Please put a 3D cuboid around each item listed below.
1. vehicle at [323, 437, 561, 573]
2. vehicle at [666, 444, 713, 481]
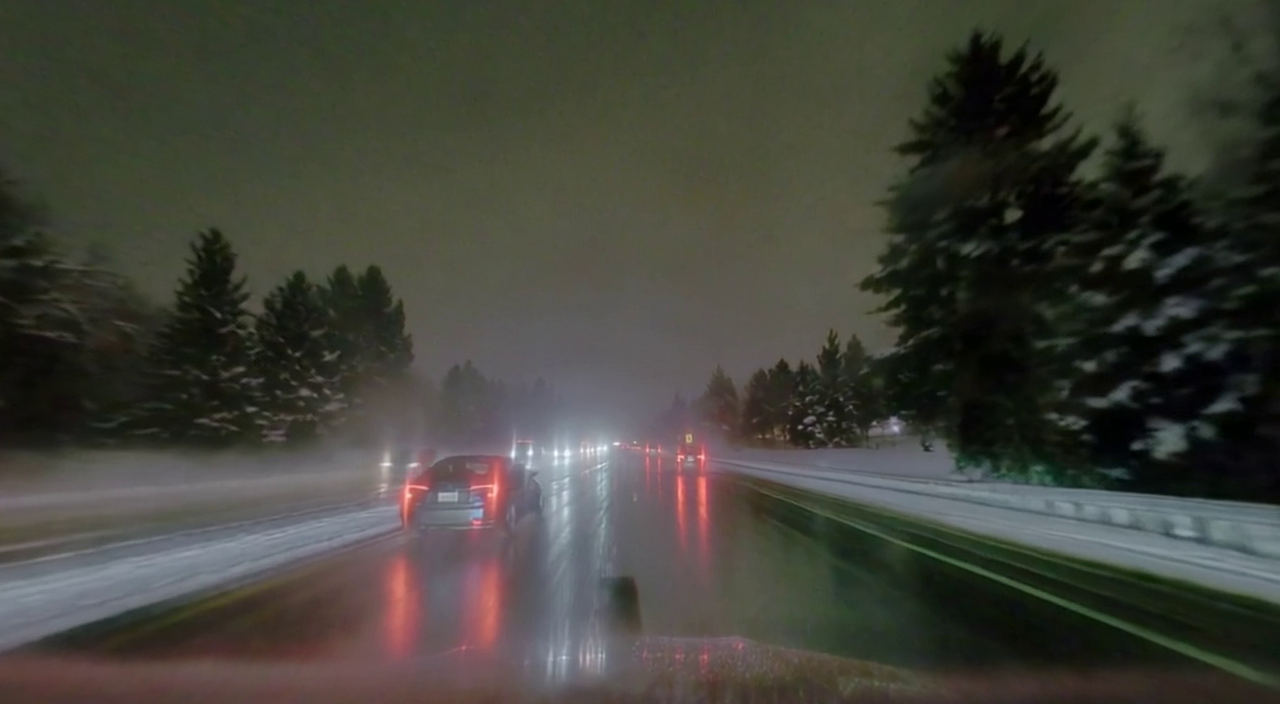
[{"bbox_3d":[-2.473,2.029,9.106,2.013,1.479,4.169,-1,-9,1],"label":"vehicle"},{"bbox_3d":[2.191,5.020,28.705,1.910,1.554,3.718,0,-9,1],"label":"vehicle"}]
